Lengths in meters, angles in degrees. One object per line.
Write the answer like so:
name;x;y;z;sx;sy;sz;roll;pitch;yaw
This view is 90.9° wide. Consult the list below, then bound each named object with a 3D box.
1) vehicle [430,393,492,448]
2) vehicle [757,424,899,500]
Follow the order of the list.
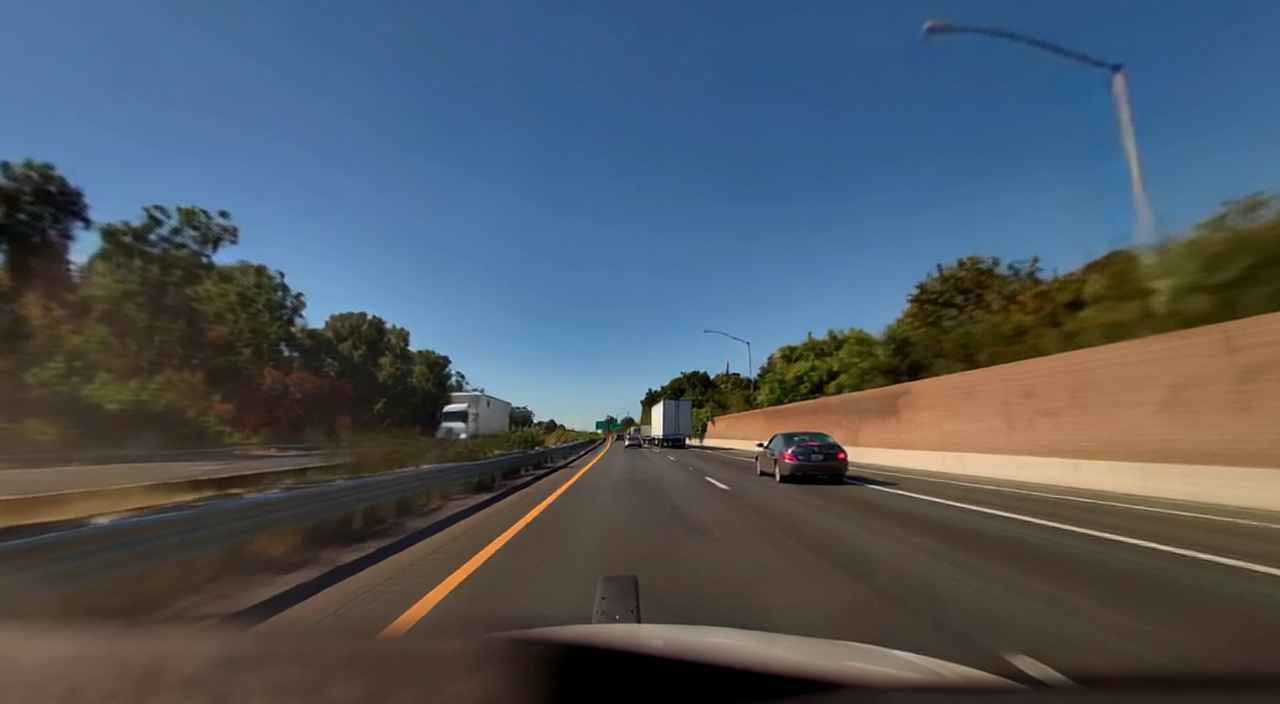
vehicle;-13.719;5.349;48.827;2.972;3.920;6.688;0;-7;-2
vehicle;4.059;2.410;14.425;1.813;1.454;4.197;0;-7;-2
